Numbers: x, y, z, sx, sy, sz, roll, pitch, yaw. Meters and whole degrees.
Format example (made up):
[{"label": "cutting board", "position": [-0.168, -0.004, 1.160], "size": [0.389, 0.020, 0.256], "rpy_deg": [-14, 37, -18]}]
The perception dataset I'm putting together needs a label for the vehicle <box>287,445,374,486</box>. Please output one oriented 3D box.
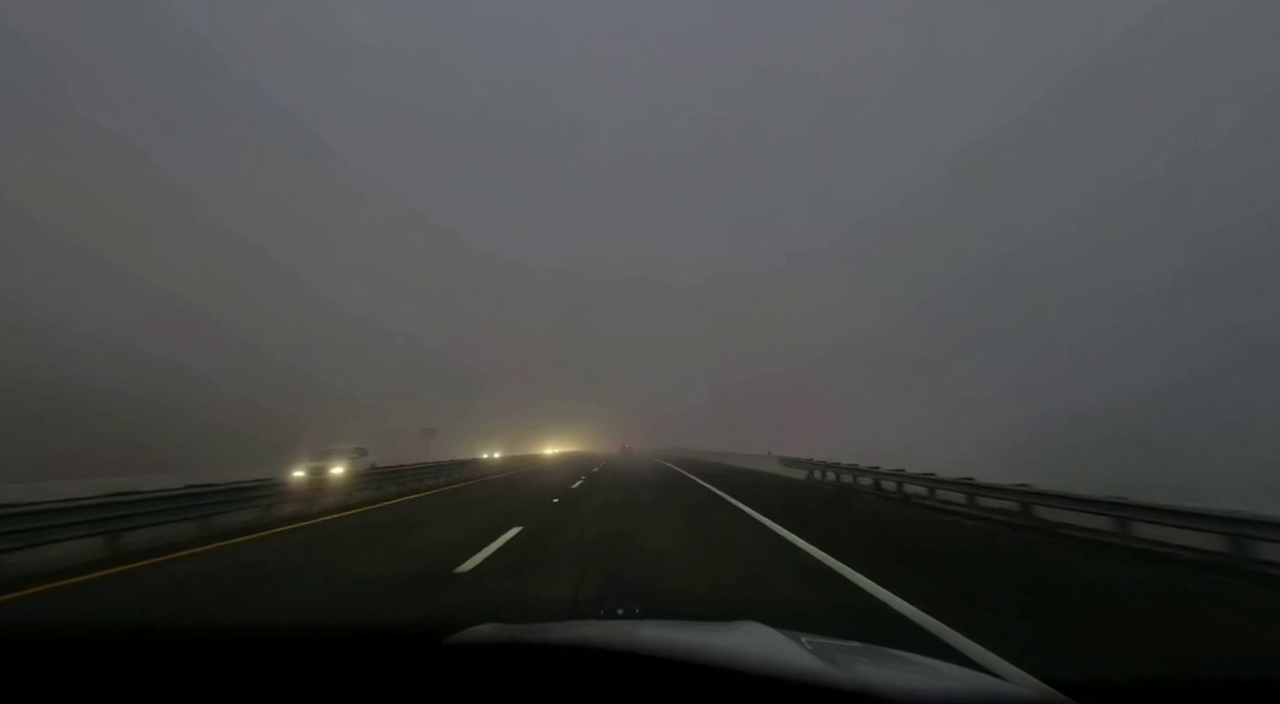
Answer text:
[{"label": "vehicle", "position": [-13.021, 4.753, 26.664], "size": [1.883, 1.569, 4.047], "rpy_deg": [0, -9, -4]}]
